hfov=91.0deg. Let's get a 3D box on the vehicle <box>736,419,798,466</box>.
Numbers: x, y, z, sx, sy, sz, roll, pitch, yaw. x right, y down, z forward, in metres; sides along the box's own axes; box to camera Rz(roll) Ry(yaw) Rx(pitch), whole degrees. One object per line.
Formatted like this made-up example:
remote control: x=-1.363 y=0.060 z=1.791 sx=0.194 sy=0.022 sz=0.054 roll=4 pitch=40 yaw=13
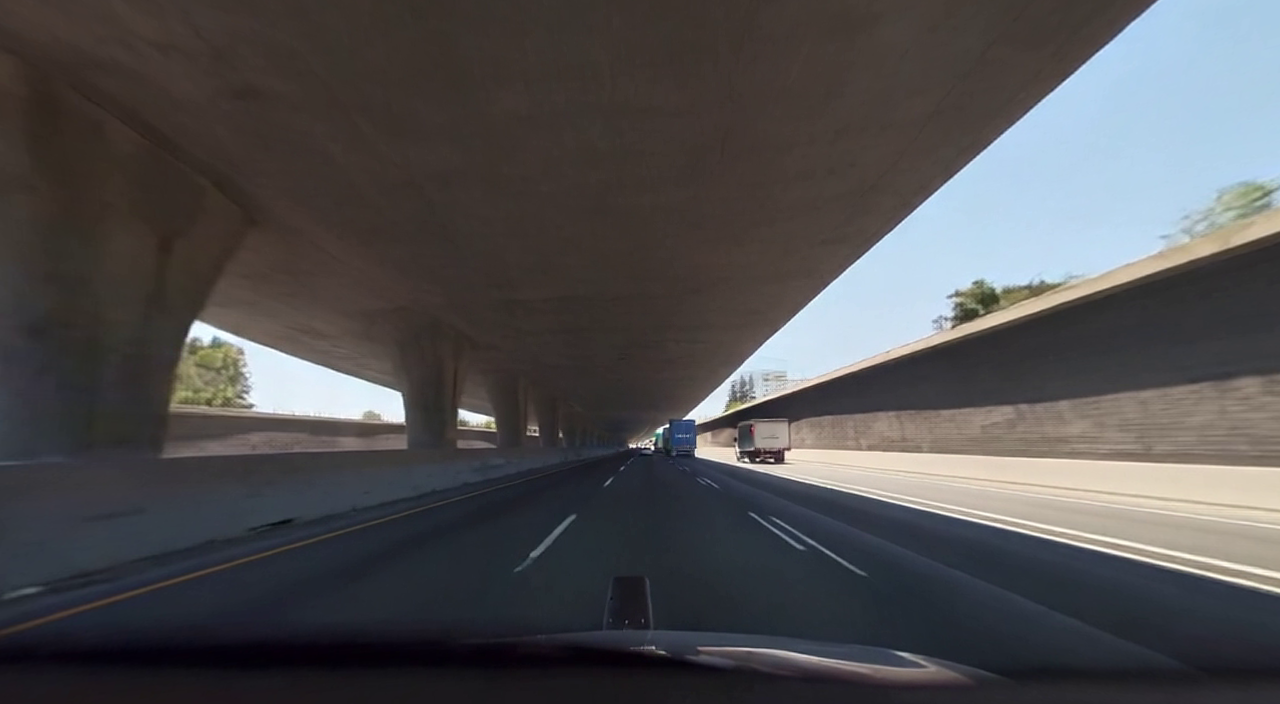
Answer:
vehicle: x=8.073 y=5.871 z=40.808 sx=2.474 sy=2.730 sz=7.349 roll=0 pitch=-8 yaw=0
